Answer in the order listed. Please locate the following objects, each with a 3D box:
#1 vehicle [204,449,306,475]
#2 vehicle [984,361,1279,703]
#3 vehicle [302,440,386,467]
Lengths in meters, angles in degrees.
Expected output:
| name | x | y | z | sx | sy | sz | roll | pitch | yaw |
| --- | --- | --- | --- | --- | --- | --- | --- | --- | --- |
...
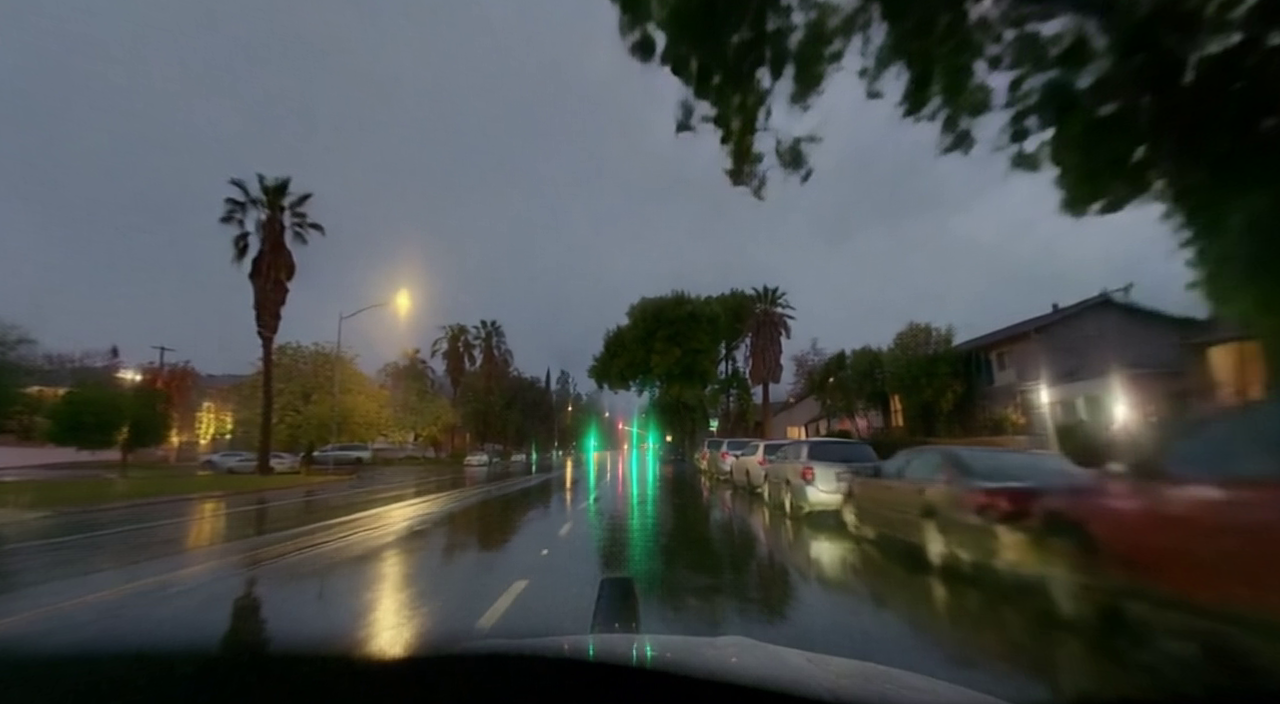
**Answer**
| name | x | y | z | sx | sy | sz | roll | pitch | yaw |
| --- | --- | --- | --- | --- | --- | --- | --- | --- | --- |
| vehicle | -23.689 | 6.787 | 38.995 | 4.946 | 1.518 | 2.115 | 0 | -9 | 1 |
| vehicle | 3.914 | 0.953 | 3.096 | 1.917 | 1.741 | 4.420 | 0 | -9 | 0 |
| vehicle | -22.858 | 7.852 | 48.902 | 5.386 | 2.043 | 2.124 | 0 | -9 | 0 |
